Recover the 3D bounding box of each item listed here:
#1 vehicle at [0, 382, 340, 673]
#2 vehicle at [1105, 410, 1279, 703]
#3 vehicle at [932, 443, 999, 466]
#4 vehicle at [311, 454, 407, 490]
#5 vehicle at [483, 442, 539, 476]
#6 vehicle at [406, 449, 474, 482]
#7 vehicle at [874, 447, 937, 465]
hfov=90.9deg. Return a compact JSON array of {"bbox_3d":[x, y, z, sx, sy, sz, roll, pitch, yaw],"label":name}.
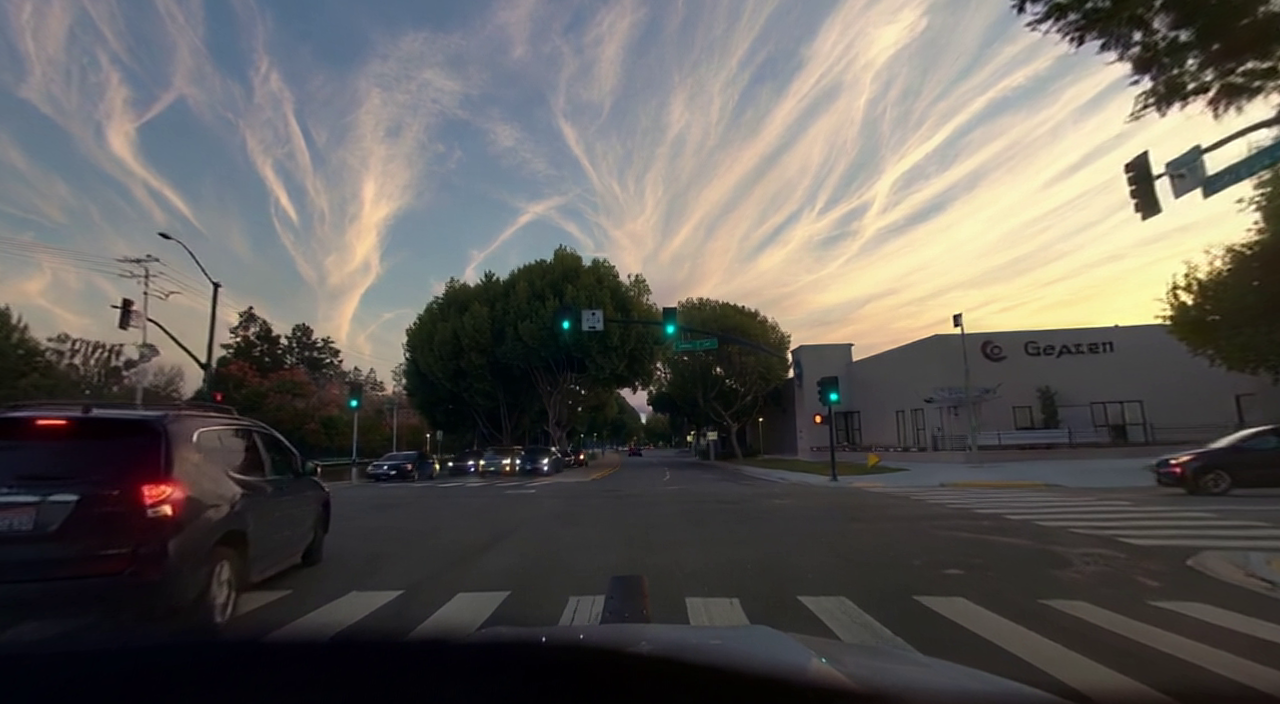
[{"bbox_3d":[-4.613,1.411,6.199,2.000,1.789,4.638,2,-9,-13],"label":"vehicle"},{"bbox_3d":[3.541,0.796,1.225,1.966,1.490,4.429,0,-8,1],"label":"vehicle"},{"bbox_3d":[21.464,6.760,41.608,3.576,1.425,1.702,2,-8,-11],"label":"vehicle"},{"bbox_3d":[-13.392,5.735,30.413,2.011,1.480,4.747,-1,-8,7],"label":"vehicle"},{"bbox_3d":[-7.167,5.998,35.657,2.081,1.818,4.782,0,-8,1],"label":"vehicle"},{"bbox_3d":[-10.636,6.049,33.898,2.041,1.548,4.868,0,-8,0],"label":"vehicle"},{"bbox_3d":[20.508,8.054,48.815,4.120,1.340,1.654,-1,-8,4],"label":"vehicle"}]
